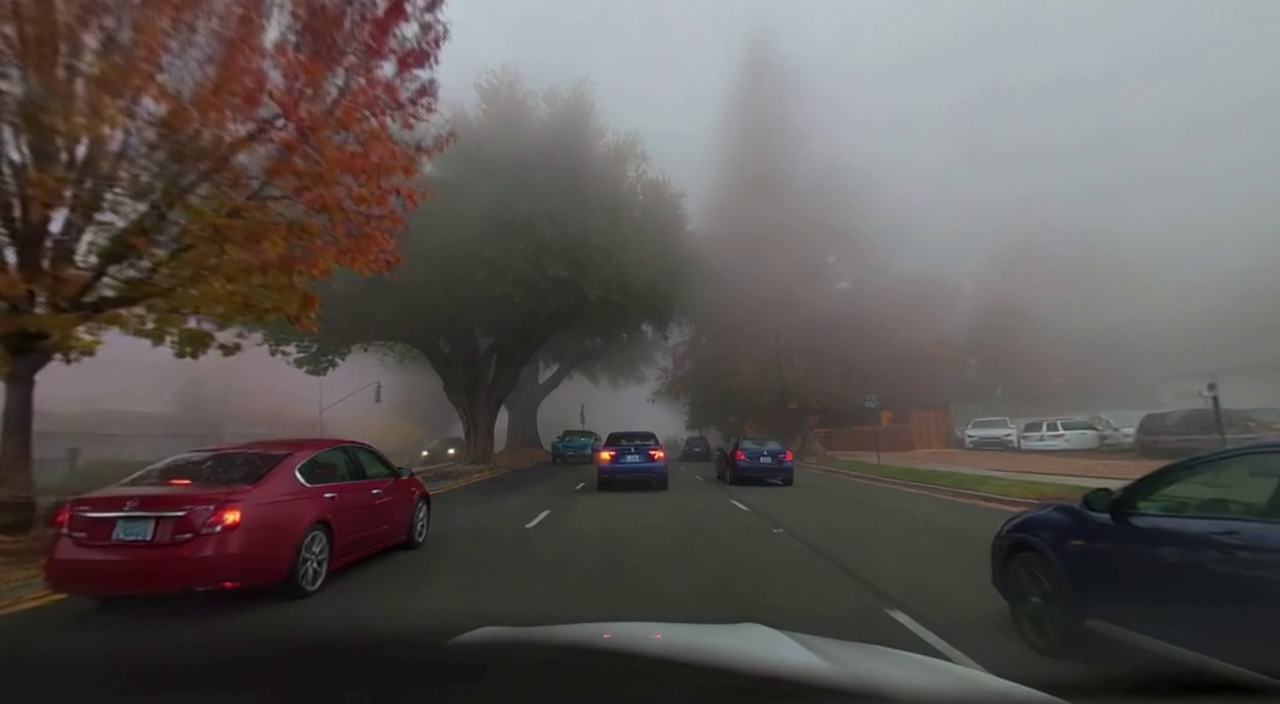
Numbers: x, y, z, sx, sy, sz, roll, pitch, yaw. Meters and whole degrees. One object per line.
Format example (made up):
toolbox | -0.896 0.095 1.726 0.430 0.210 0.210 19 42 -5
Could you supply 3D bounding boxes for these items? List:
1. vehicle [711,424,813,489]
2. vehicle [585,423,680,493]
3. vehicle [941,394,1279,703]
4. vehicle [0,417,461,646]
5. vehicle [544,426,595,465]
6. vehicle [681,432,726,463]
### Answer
vehicle | 3.425 3.053 18.601 2.019 1.675 4.488 0 -8 -1
vehicle | -0.217 2.873 17.349 2.293 1.662 4.262 0 -8 -1
vehicle | 3.382 0.940 2.579 2.060 1.474 4.475 0 -8 0
vehicle | -3.548 1.502 6.433 1.997 1.479 4.547 0 -8 1
vehicle | -3.880 5.301 35.714 2.246 2.062 5.123 0 -8 1
vehicle | 3.605 5.553 36.464 2.067 1.687 4.163 0 -8 -2
